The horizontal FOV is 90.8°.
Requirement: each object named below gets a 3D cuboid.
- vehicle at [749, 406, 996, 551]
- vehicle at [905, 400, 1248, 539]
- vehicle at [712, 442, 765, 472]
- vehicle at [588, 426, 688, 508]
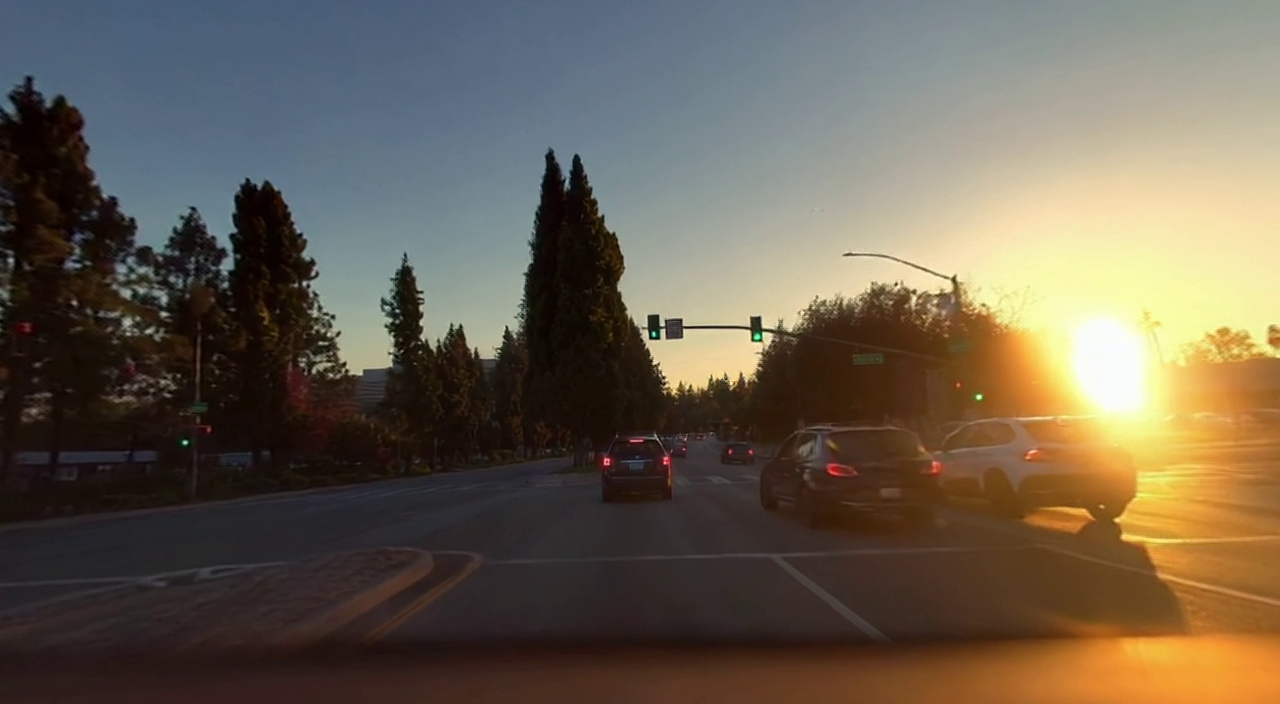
[{"bbox_3d":[3.344,1.965,10.509,2.057,1.788,5.216,0,-9,-1],"label":"vehicle"},{"bbox_3d":[7.095,2.005,11.342,2.251,1.873,5.346,0,-9,-1],"label":"vehicle"},{"bbox_3d":[6.220,6.720,40.639,2.440,1.775,4.791,0,-9,-2],"label":"vehicle"},{"bbox_3d":[-0.087,3.020,16.938,2.353,1.894,4.122,0,-9,-1],"label":"vehicle"}]
